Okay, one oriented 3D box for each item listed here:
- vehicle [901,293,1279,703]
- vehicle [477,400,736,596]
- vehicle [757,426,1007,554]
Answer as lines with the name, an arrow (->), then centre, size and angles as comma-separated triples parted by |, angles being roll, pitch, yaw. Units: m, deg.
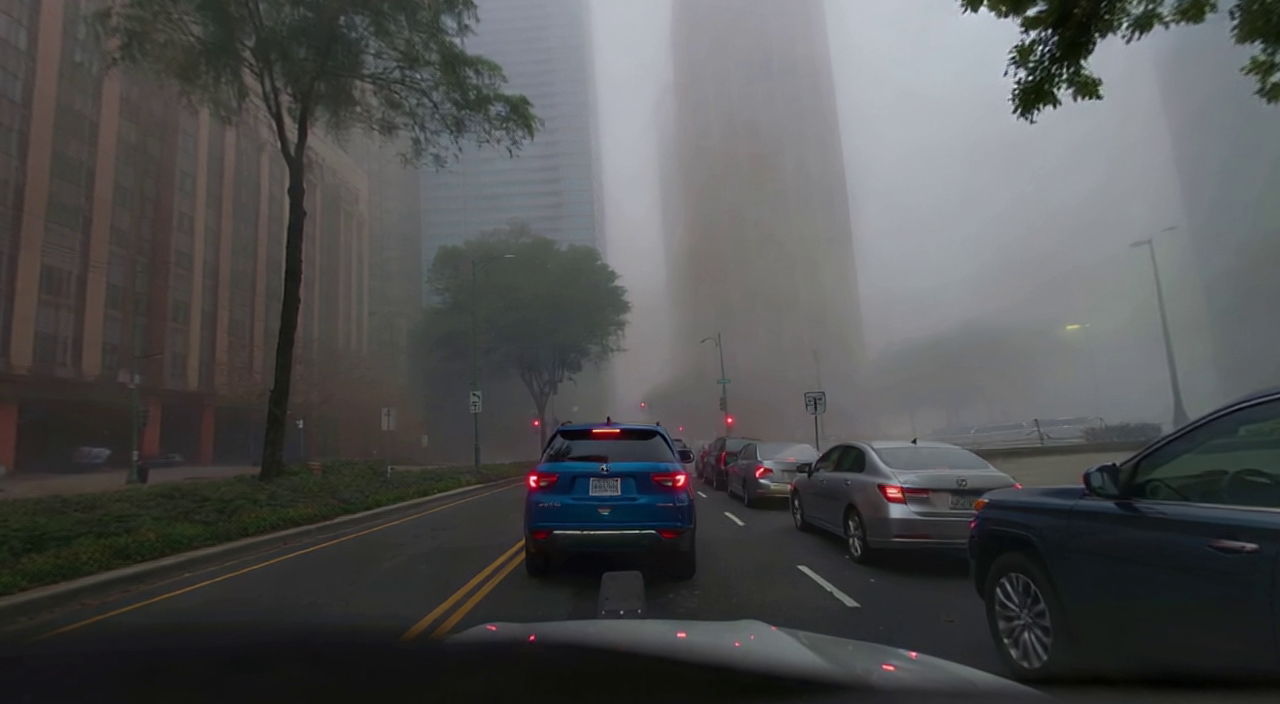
vehicle -> 3.001, 0.749, 2.242 | 2.063, 1.760, 4.664 | 0, -9, -1
vehicle -> -0.338, 1.581, 7.634 | 2.249, 1.684, 4.084 | 0, -9, -1
vehicle -> 3.290, 1.978, 9.812 | 1.941, 1.482, 4.632 | 0, -9, -2
